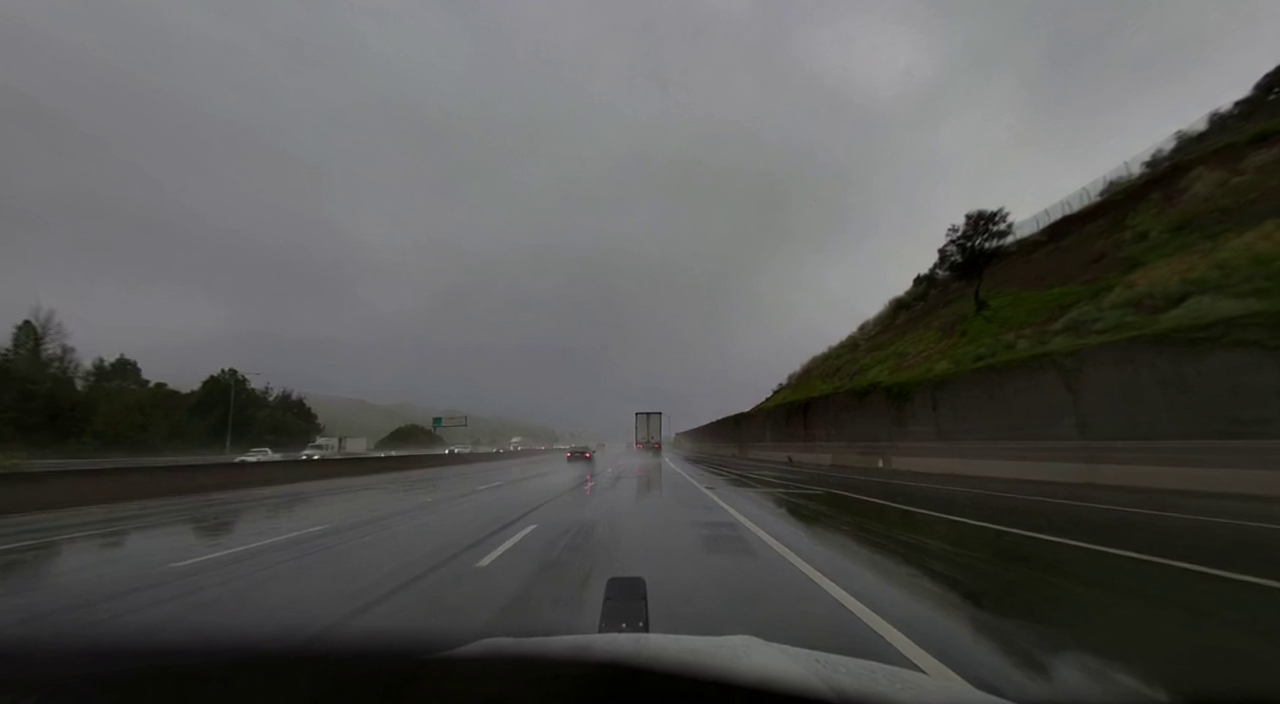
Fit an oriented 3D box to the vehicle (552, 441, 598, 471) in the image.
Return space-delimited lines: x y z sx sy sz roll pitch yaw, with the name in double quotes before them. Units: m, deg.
"vehicle" -3.431 5.616 34.164 1.983 1.508 4.060 0 -8 1
